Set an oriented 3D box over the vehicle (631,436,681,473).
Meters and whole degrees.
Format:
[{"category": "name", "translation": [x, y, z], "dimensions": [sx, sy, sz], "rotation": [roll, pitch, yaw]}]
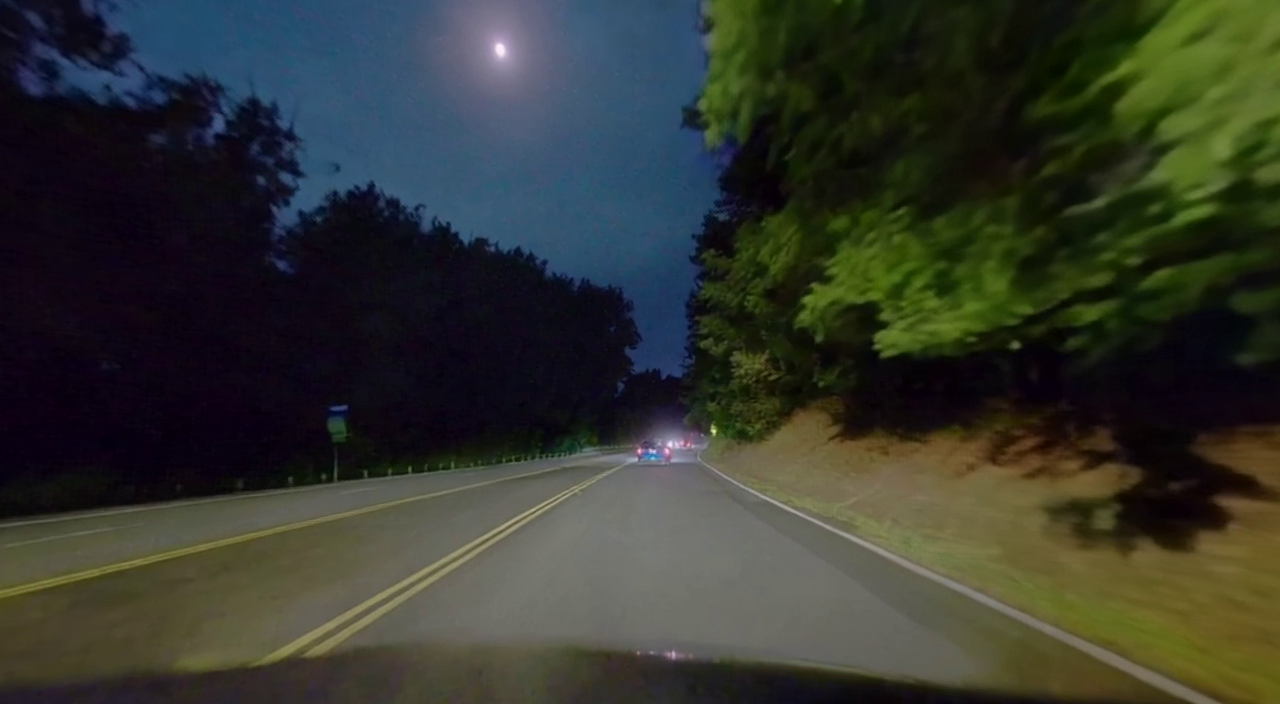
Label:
[{"category": "vehicle", "translation": [0.871, 5.068, 31.381], "dimensions": [2.294, 1.708, 4.110], "rotation": [0, -9, 3]}]
